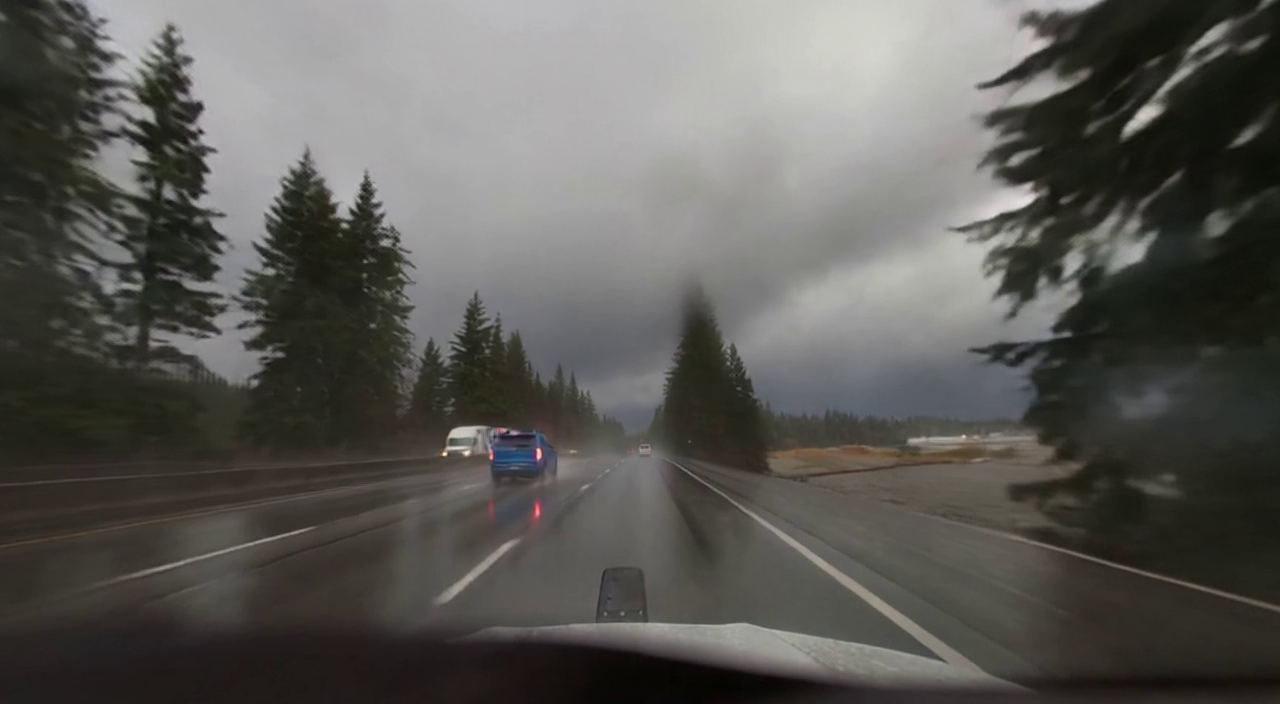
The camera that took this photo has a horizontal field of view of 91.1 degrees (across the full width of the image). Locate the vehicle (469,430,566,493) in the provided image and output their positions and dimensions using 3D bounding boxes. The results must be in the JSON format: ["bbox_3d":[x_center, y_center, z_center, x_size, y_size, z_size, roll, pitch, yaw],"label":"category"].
[{"bbox_3d":[-3.716,3.405,19.952,2.084,1.752,4.479,0,-8,2],"label":"vehicle"}]
